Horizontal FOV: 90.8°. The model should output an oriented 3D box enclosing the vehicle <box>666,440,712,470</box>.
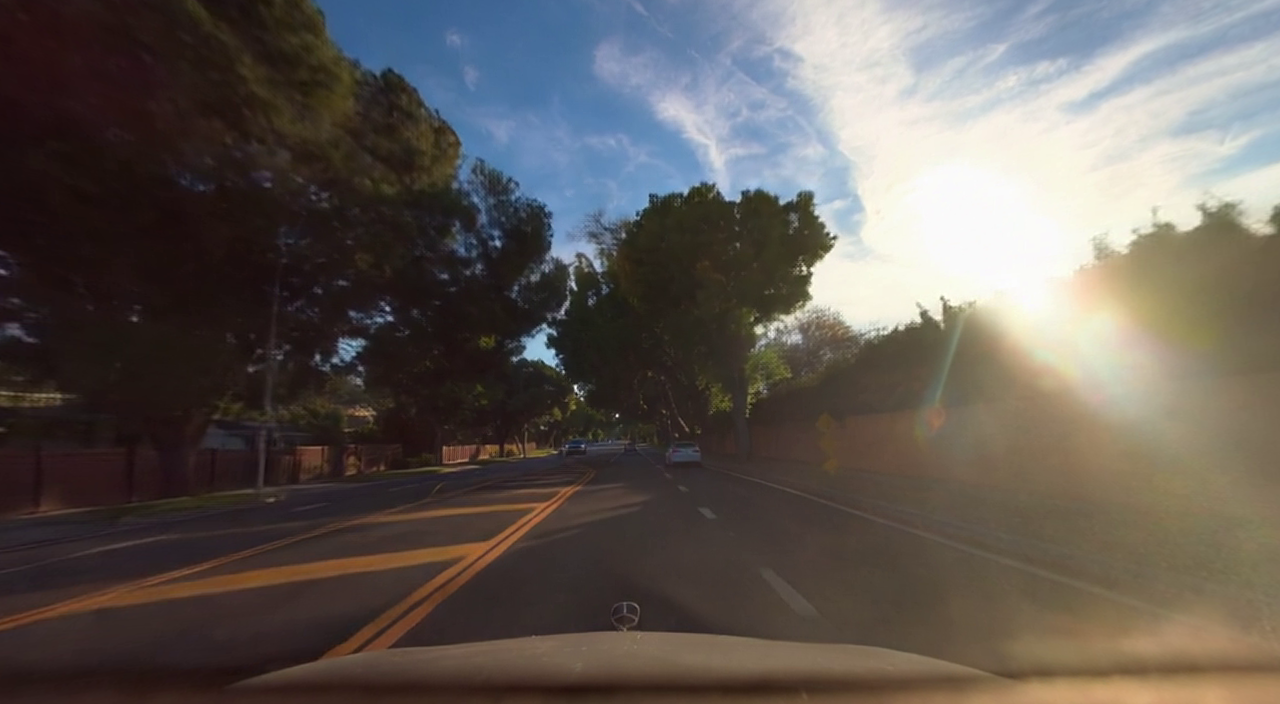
[{"bbox_3d":[2.480,5.355,33.153,1.991,1.476,4.153,0,-8,-1],"label":"vehicle"}]
